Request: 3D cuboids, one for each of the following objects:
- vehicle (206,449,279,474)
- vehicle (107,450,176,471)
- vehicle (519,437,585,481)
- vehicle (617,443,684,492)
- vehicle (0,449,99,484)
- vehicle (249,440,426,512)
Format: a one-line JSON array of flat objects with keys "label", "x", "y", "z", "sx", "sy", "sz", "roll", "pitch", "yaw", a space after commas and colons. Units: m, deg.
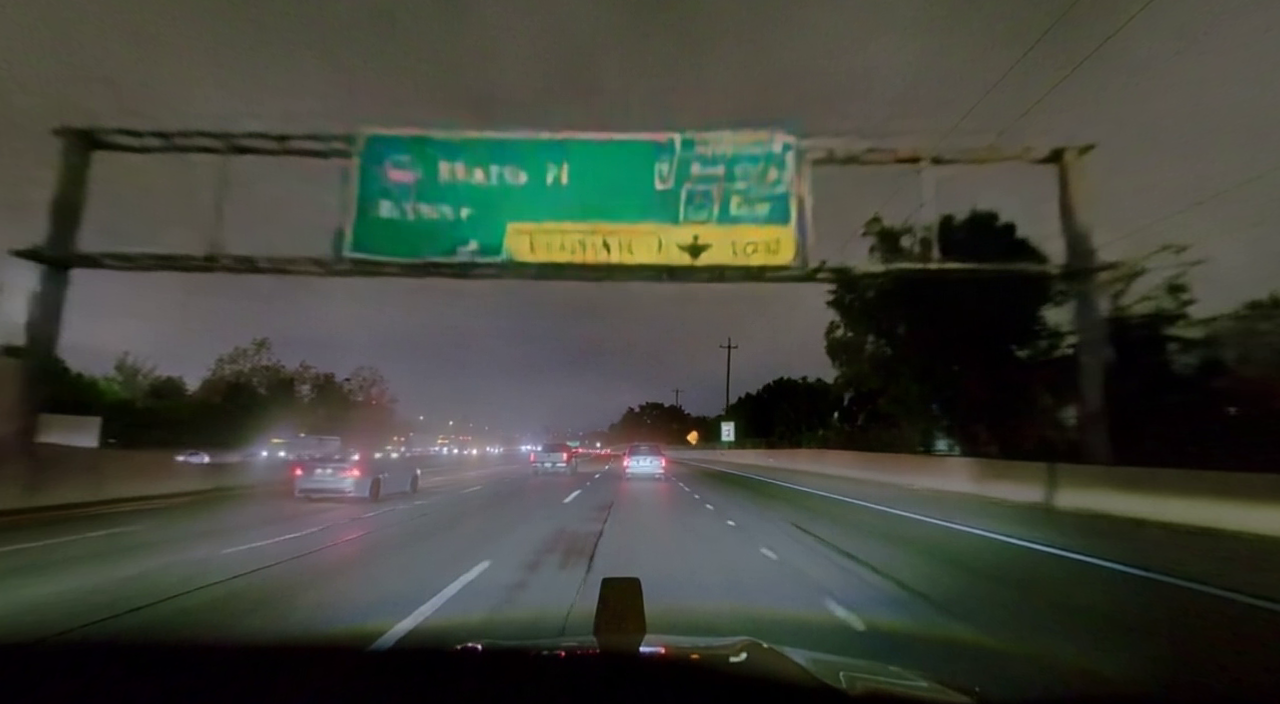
[{"label": "vehicle", "x": -24.995, "y": 6.877, "z": 39.862, "sx": 1.868, "sy": 1.472, "sz": 4.438, "roll": 0, "pitch": -8, "yaw": -2}, {"label": "vehicle", "x": -37.254, "y": 8.130, "z": 47.285, "sx": 1.786, "sy": 1.446, "sz": 4.470, "roll": 1, "pitch": -8, "yaw": -4}, {"label": "vehicle", "x": -3.826, "y": 4.752, "z": 28.344, "sx": 2.289, "sy": 1.777, "sz": 4.534, "roll": 0, "pitch": -8, "yaw": 0}, {"label": "vehicle", "x": 0.272, "y": 3.886, "z": 21.614, "sx": 2.082, "sy": 1.482, "sz": 4.126, "roll": 0, "pitch": -8, "yaw": -2}, {"label": "vehicle", "x": -28.505, "y": 5.324, "z": 29.769, "sx": 1.887, "sy": 1.478, "sz": 4.790, "roll": 0, "pitch": -8, "yaw": -3}, {"label": "vehicle", "x": -7.066, "y": 2.919, "z": 15.423, "sx": 1.974, "sy": 1.464, "sz": 4.733, "roll": 0, "pitch": -8, "yaw": 0}]
